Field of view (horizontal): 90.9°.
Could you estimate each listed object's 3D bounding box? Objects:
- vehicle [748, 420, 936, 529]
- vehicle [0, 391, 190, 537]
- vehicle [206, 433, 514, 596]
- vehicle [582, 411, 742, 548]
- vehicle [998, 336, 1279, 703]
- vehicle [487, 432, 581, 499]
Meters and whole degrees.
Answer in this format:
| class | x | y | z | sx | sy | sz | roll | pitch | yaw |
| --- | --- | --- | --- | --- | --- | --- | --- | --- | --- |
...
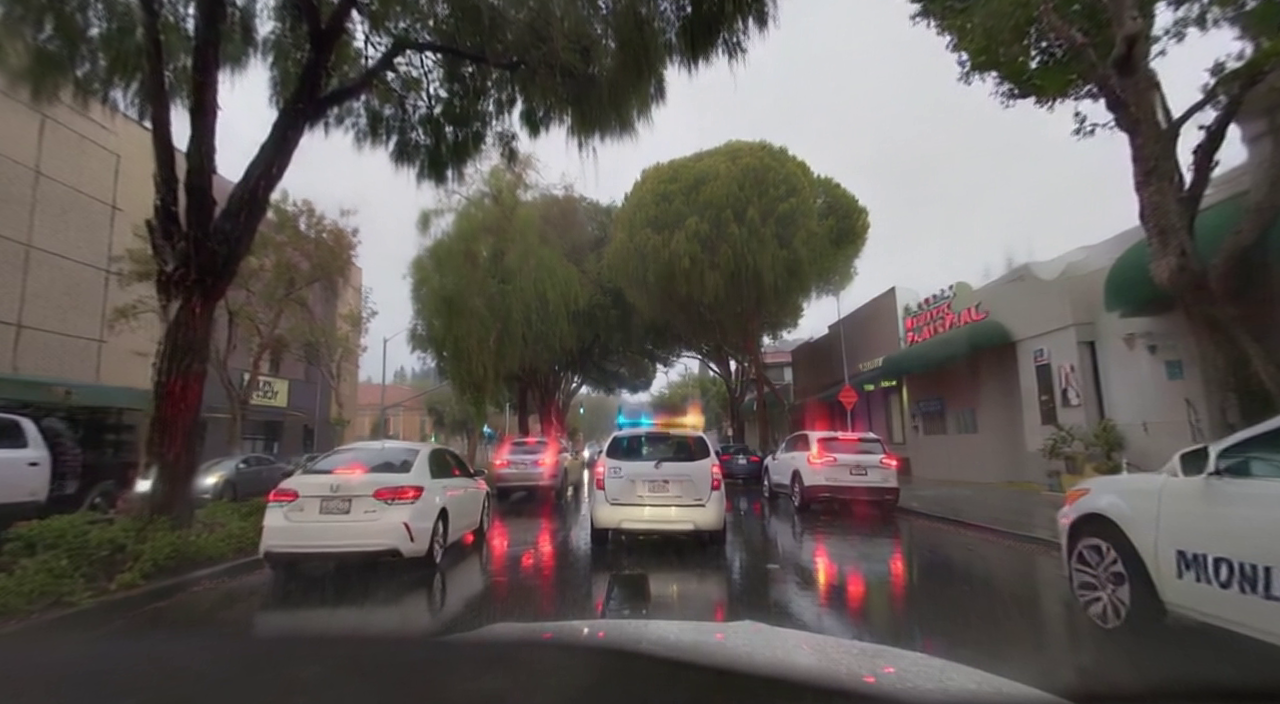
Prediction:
| class | x | y | z | sx | sy | sz | roll | pitch | yaw |
| --- | --- | --- | --- | --- | --- | --- | --- | --- | --- |
| vehicle | 4.048 | 2.586 | 13.989 | 2.038 | 1.865 | 5.786 | 1 | -9 | -3 |
| vehicle | -14.434 | 2.396 | 13.570 | 2.646 | 2.977 | 9.228 | -1 | -7 | 1 |
| vehicle | -2.987 | 1.806 | 7.941 | 1.908 | 1.474 | 4.257 | 0 | -9 | 0 |
| vehicle | 0.282 | 1.968 | 10.276 | 2.075 | 1.770 | 4.018 | 0 | -9 | 0 |
| vehicle | 4.049 | 0.841 | 2.724 | 1.987 | 1.877 | 5.330 | 0 | -9 | 2 |
| vehicle | -3.099 | 3.446 | 19.549 | 2.135 | 1.806 | 4.514 | 0 | -9 | 0 |
